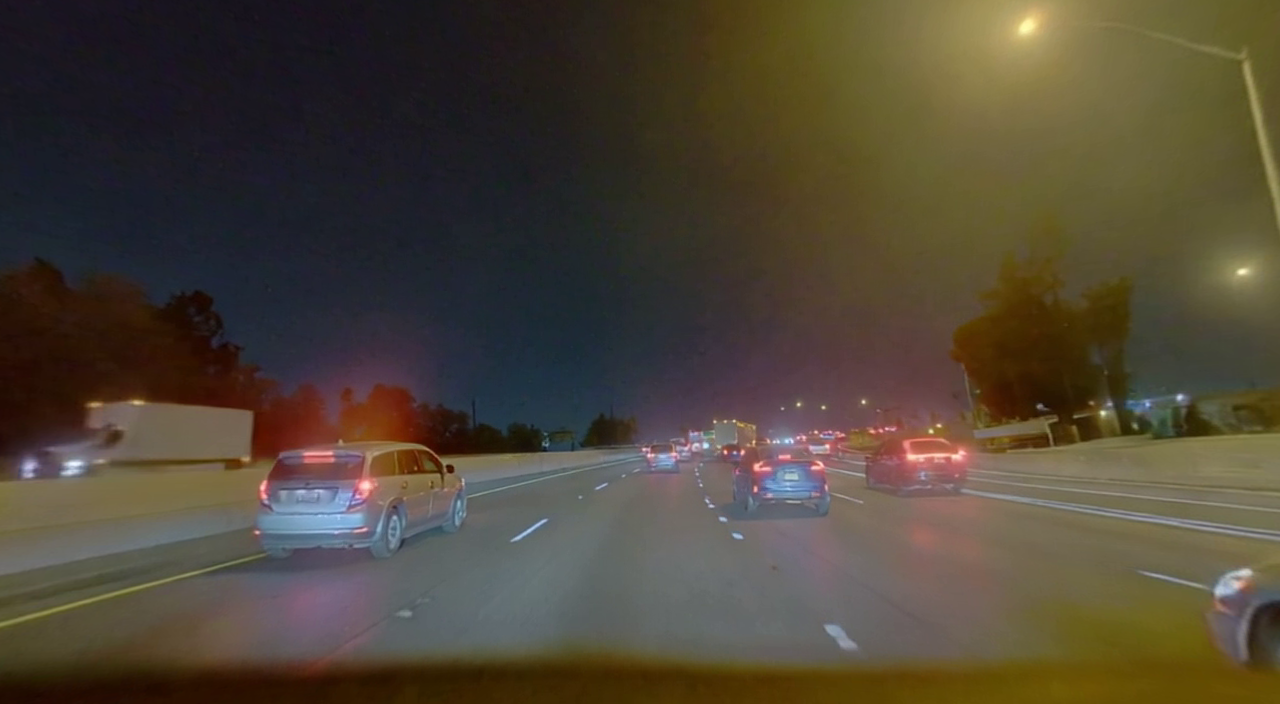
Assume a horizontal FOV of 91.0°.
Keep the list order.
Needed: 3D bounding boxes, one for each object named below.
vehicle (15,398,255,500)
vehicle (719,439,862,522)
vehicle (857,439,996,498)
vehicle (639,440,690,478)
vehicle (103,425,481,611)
[{"bbox_3d":[-19.662,3.908,25.447,2.839,3.446,7.700,-1,-9,4],"label":"vehicle"},{"bbox_3d":[3.018,2.693,13.735,2.009,1.489,4.559,0,-9,0],"label":"vehicle"},{"bbox_3d":[8.188,3.359,18.592,2.014,1.506,4.626,0,-9,1],"label":"vehicle"},{"bbox_3d":[1.140,4.873,28.893,2.201,1.614,3.803,0,-9,3],"label":"vehicle"},{"bbox_3d":[-3.544,1.762,7.662,1.937,1.558,4.469,0,-9,2],"label":"vehicle"}]
